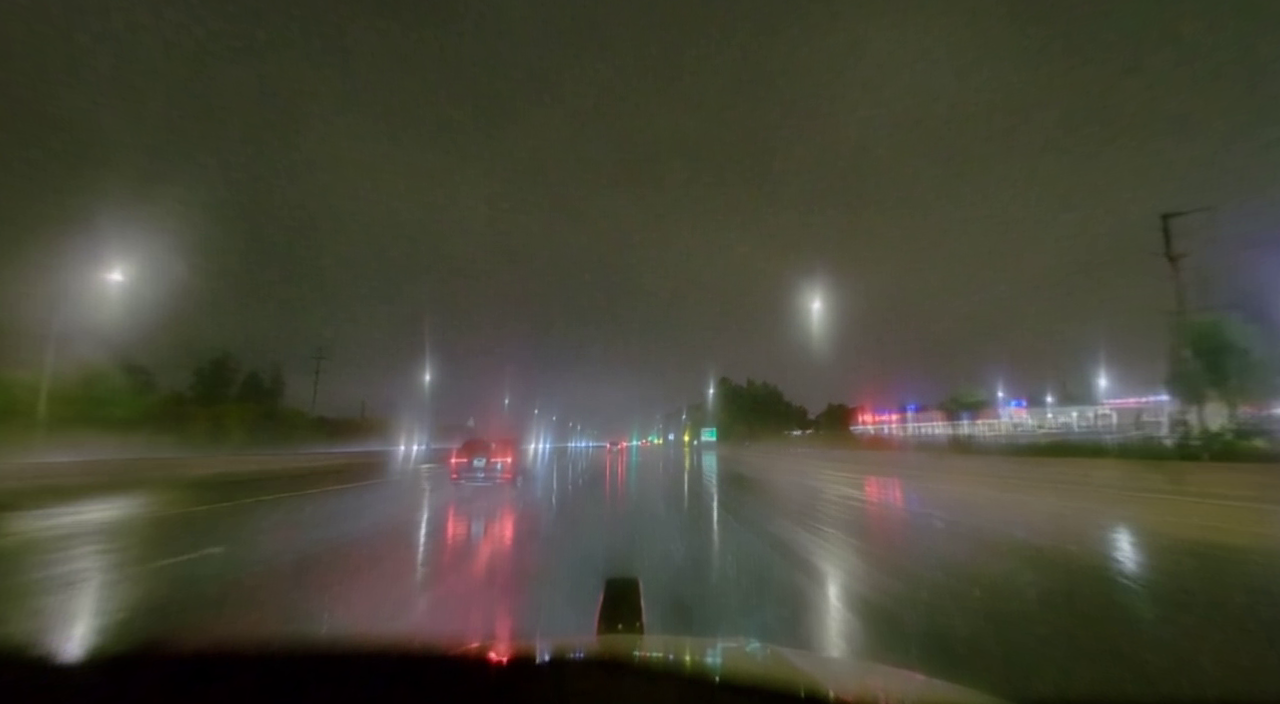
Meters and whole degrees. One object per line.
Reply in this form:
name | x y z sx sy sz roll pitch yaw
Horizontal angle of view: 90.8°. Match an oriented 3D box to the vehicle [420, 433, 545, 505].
vehicle | -3.670 2.786 15.561 1.939 1.508 4.272 0 -8 0
